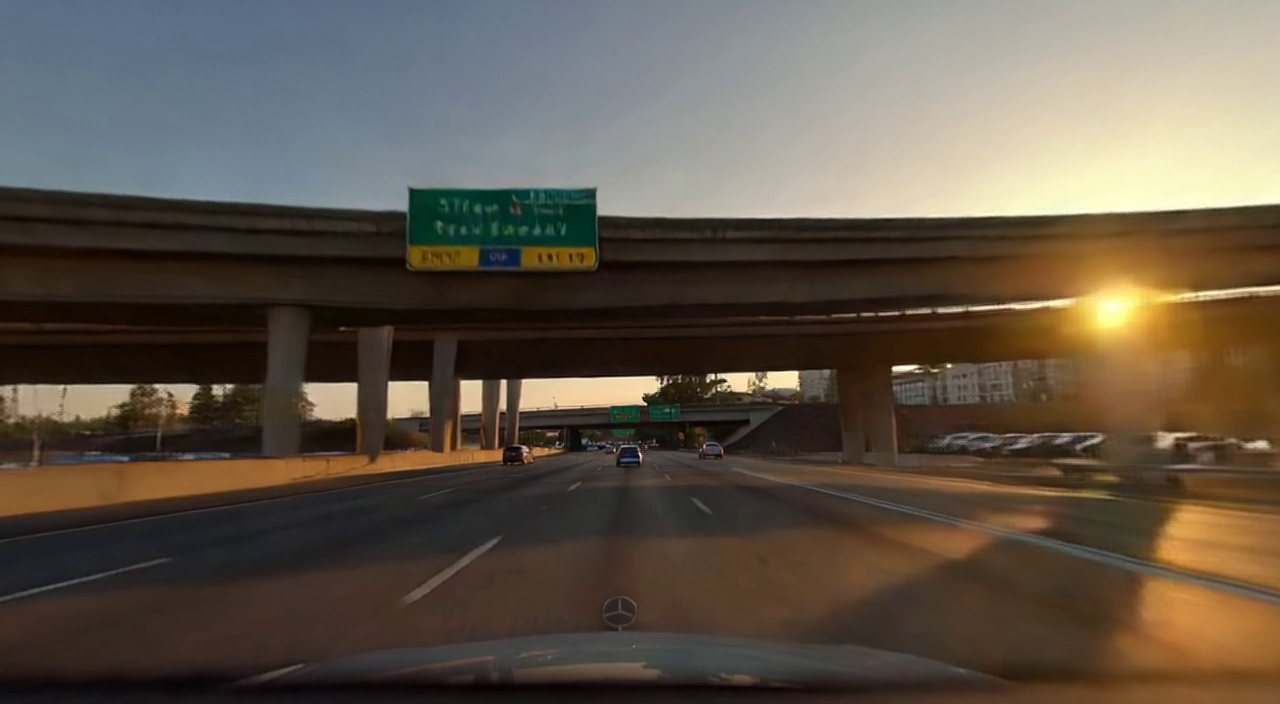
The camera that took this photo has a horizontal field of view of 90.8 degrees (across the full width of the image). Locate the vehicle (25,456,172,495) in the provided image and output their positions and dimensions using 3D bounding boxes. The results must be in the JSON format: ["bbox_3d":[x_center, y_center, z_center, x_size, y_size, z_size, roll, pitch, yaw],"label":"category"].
[{"bbox_3d":[-20.327,4.633,24.001,1.808,1.203,4.334,0,-8,-1],"label":"vehicle"}]

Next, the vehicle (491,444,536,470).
[{"bbox_3d":[-8.011,6.665,40.402,1.957,1.554,4.350,0,-8,-1],"label":"vehicle"}]

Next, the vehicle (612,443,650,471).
[{"bbox_3d":[-0.548,5.848,35.477,2.012,1.471,4.059,0,-8,-2],"label":"vehicle"}]
